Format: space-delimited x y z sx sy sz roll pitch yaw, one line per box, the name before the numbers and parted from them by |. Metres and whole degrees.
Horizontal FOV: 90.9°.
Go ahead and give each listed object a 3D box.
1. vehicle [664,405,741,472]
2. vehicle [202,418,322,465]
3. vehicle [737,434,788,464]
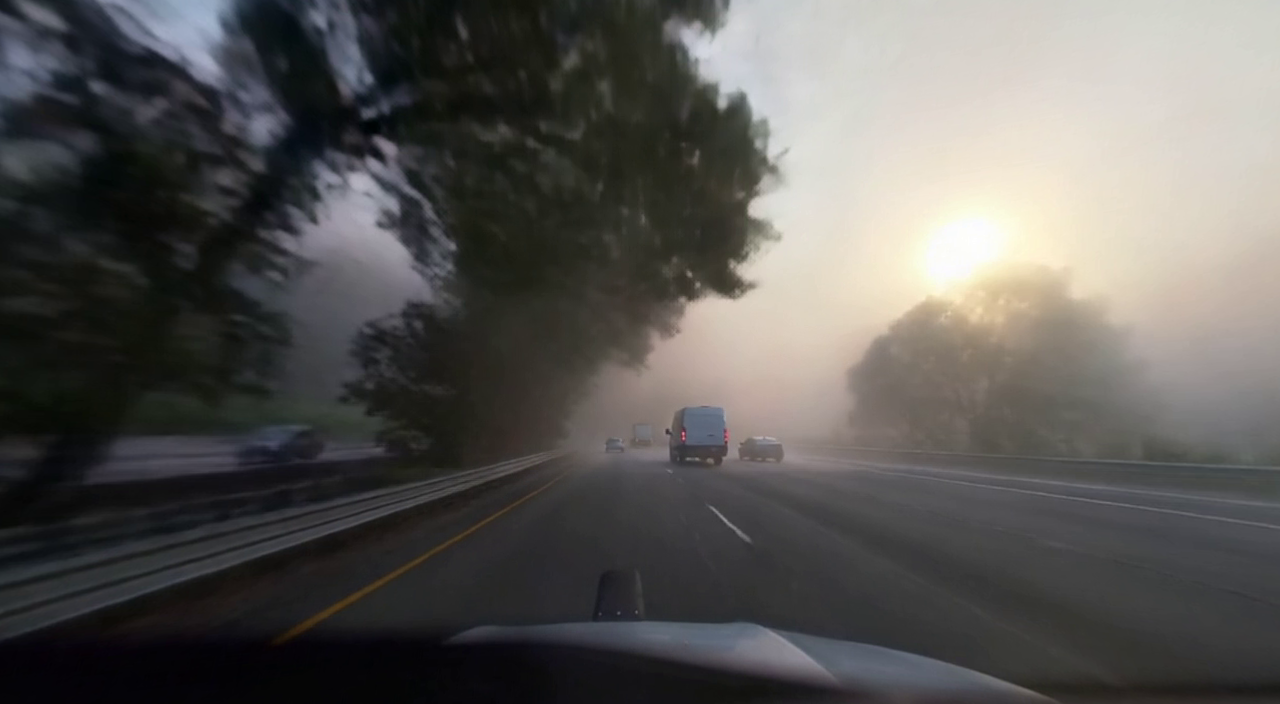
vehicle | 2.452 3.616 26.515 2.436 2.521 5.409 0 -8 -3
vehicle | -13.954 3.326 23.602 1.854 1.557 4.257 0 -8 0
vehicle | 6.438 5.120 33.595 1.821 1.468 3.805 0 -8 -2
